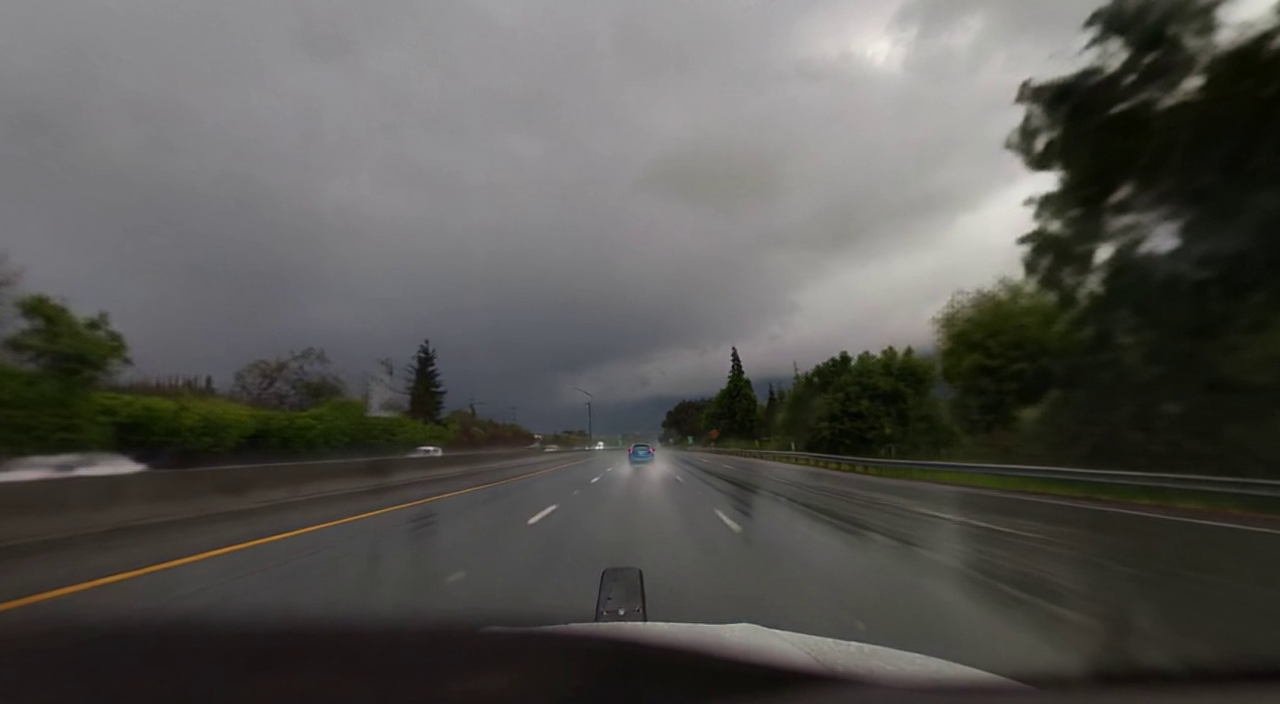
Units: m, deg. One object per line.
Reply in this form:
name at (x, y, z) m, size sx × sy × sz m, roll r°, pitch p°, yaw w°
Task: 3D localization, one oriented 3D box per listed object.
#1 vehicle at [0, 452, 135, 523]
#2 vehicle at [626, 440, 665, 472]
vehicle at (-15.323, 3.340, 15.864) m, size 1.898 × 1.564 × 3.965 m, roll -1°, pitch -9°, yaw 0°
vehicle at (0.335, 6.426, 39.046) m, size 2.247 × 1.825 × 4.036 m, roll -1°, pitch -9°, yaw 0°
